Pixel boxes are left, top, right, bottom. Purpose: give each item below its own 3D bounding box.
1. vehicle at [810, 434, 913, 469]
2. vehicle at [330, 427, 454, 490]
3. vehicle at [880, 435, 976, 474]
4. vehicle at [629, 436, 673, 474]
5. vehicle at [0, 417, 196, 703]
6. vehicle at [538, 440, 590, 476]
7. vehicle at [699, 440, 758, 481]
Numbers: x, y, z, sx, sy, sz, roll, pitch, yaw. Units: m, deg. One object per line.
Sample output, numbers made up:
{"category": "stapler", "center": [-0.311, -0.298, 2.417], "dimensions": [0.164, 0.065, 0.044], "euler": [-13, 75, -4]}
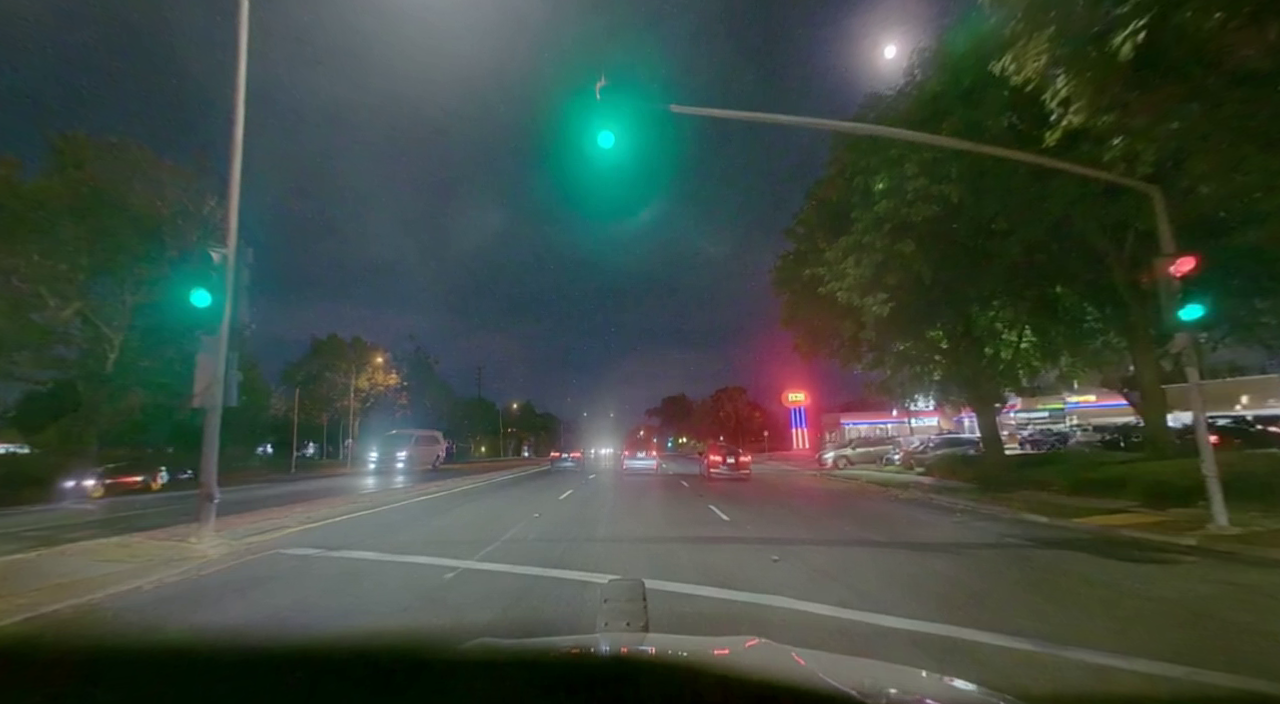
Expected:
{"category": "vehicle", "center": [11.695, 5.256, 33.333], "dimensions": [4.808, 1.712, 2.061], "euler": [-5, -10, 28]}
{"category": "vehicle", "center": [-9.177, 4.013, 24.125], "dimensions": [2.328, 2.093, 5.956], "euler": [0, -9, 0]}
{"category": "vehicle", "center": [11.950, 4.287, 26.529], "dimensions": [1.959, 1.472, 4.473], "euler": [0, -9, 1]}
{"category": "vehicle", "center": [0.526, 5.364, 32.938], "dimensions": [2.193, 1.873, 4.033], "euler": [0, -9, 0]}
{"category": "vehicle", "center": [-3.981, 0.912, 2.031], "dimensions": [1.908, 1.481, 4.351], "euler": [0, -9, 0]}
{"category": "vehicle", "center": [-3.741, 5.298, 31.622], "dimensions": [2.026, 1.665, 4.193], "euler": [0, -9, 1]}
{"category": "vehicle", "center": [3.699, 4.580, 26.824], "dimensions": [1.922, 1.579, 3.642], "euler": [0, -9, -1]}
